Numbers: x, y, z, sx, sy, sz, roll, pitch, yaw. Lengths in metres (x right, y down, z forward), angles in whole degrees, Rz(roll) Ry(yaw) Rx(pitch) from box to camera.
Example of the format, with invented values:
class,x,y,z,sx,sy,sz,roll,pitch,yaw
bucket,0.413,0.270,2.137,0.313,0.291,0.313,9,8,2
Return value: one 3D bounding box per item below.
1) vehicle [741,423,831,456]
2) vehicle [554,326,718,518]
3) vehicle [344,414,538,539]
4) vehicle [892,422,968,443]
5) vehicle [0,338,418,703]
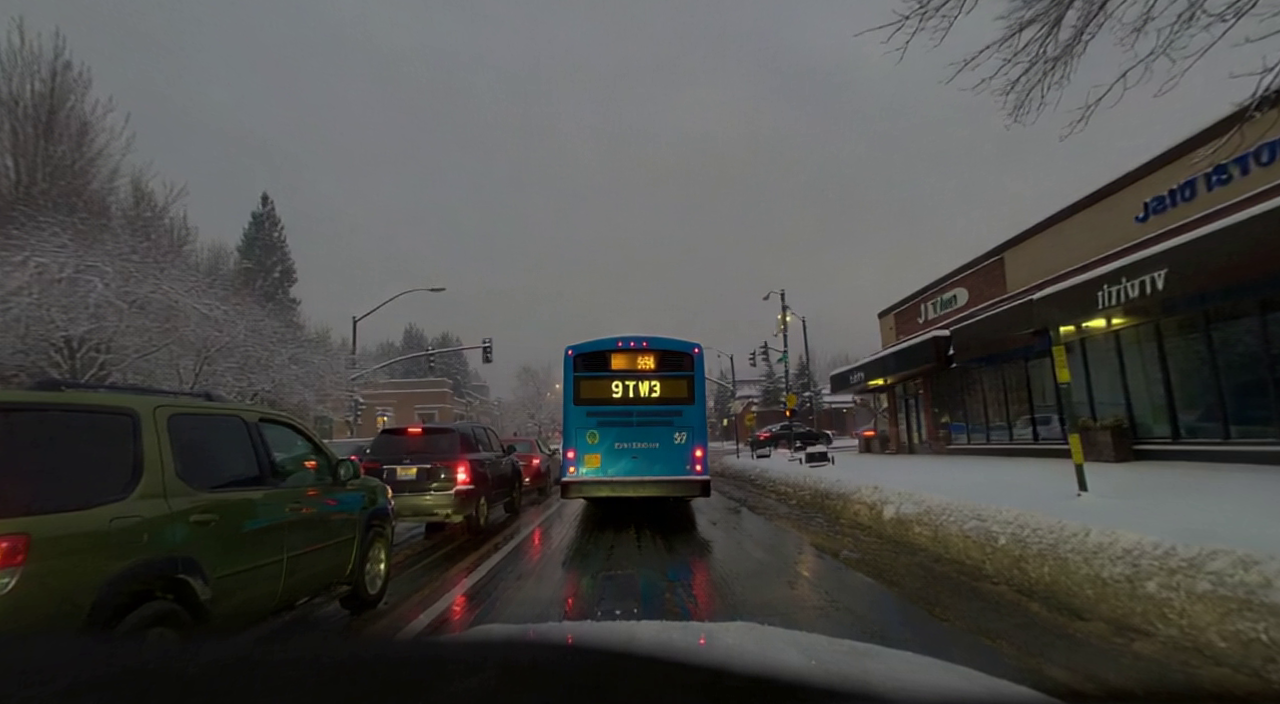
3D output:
class,x,y,z,sx,sy,sz,roll,pitch,yaw
vehicle,9.961,6.050,43.498,5.788,2.165,2.491,-2,-9,10
vehicle,-0.315,1.987,16.504,2.938,3.468,9.972,0,-9,-3
vehicle,-3.341,2.199,11.780,2.096,1.828,4.669,0,-8,0
vehicle,21.732,6.052,47.408,4.827,1.555,1.863,1,-9,-7
vehicle,-3.217,1.092,3.979,2.020,1.725,4.384,0,-8,0
